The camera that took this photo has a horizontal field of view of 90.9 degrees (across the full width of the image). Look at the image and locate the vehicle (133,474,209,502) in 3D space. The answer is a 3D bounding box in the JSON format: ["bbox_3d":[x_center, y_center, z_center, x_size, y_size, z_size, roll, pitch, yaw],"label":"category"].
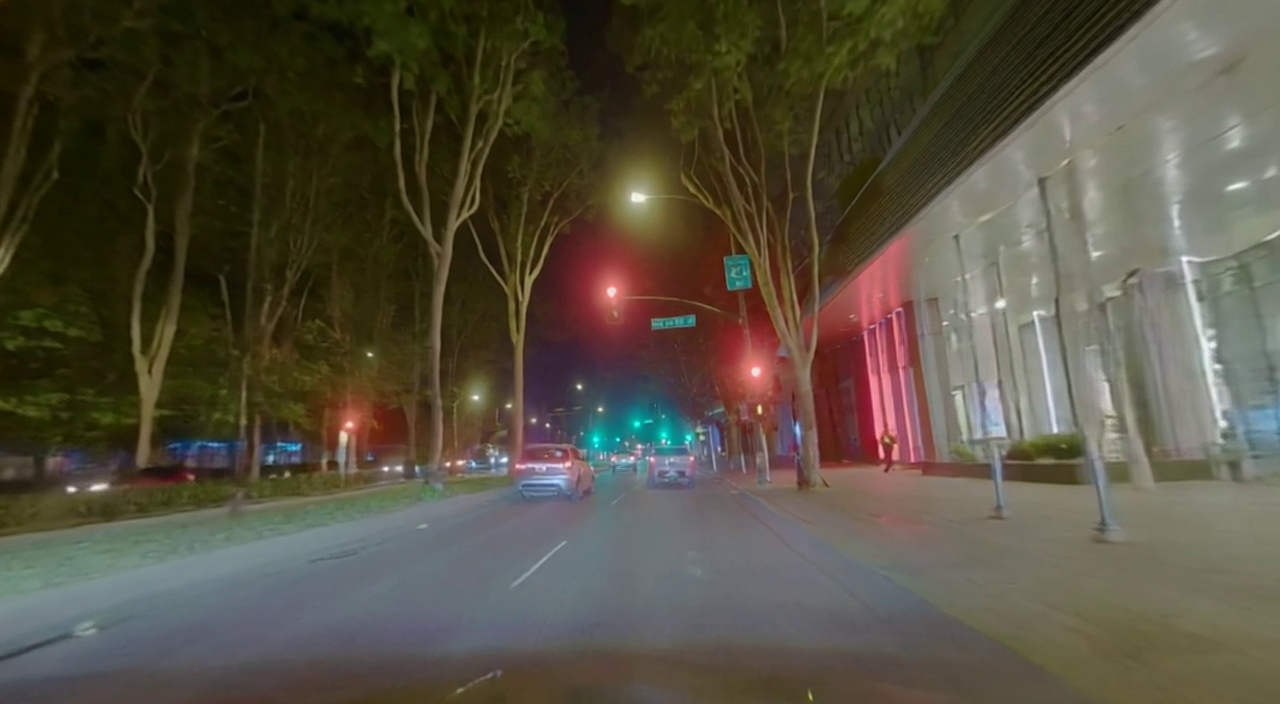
[{"bbox_3d":[-31.358,9.096,42.292,1.768,1.436,4.515,1,-7,-2],"label":"vehicle"}]

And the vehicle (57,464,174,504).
[{"bbox_3d":[-28.172,7.066,34.115,2.045,1.799,4.945,-1,-8,0],"label":"vehicle"}]

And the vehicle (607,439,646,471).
[{"bbox_3d":[-0.788,6.492,39.899,2.220,1.847,4.587,-1,-8,2],"label":"vehicle"}]

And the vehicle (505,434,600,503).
[{"bbox_3d":[-2.374,3.241,18.057,1.940,1.722,3.823,-1,-8,4],"label":"vehicle"}]

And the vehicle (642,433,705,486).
[{"bbox_3d":[1.215,3.976,23.647,2.120,1.758,3.917,-1,-8,2],"label":"vehicle"}]
